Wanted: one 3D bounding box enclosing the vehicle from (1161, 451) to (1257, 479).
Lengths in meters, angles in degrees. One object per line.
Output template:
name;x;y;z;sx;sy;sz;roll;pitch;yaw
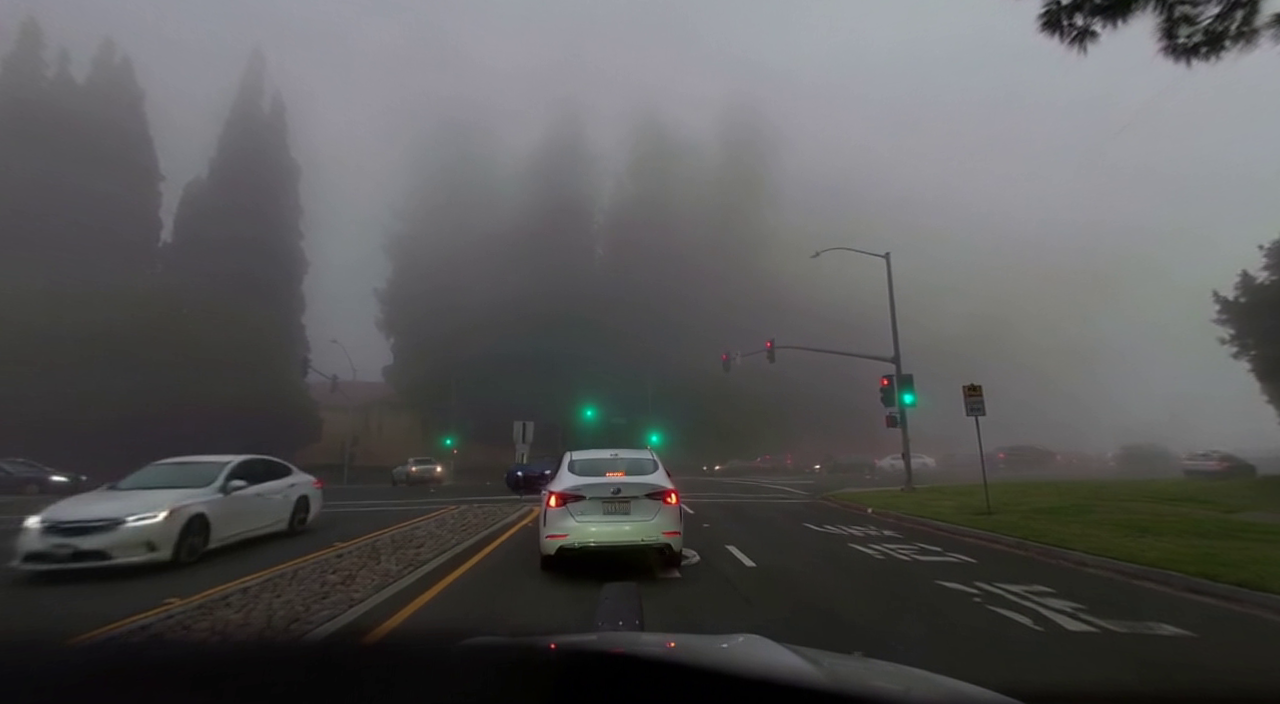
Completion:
vehicle;32.658;6.479;36.266;4.601;1.485;1.929;3;-9;-18

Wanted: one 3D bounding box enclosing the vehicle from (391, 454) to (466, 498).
vehicle;-8.399;4.918;25.551;2.078;1.534;4.646;1;-9;-9

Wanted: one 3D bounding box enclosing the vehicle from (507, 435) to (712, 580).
vehicle;-0.347;1.926;8.706;2.112;1.479;4.264;0;-9;-1

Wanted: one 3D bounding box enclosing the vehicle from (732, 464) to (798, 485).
vehicle;9.085;8.908;46.070;4.254;1.359;1.895;2;-9;-16

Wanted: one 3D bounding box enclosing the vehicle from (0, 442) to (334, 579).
vehicle;-6.437;2.063;9.174;2.073;1.459;4.495;1;-9;-5

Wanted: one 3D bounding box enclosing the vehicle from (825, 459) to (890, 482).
vehicle;16.518;8.998;48.085;4.337;1.637;1.860;2;-9;-16
